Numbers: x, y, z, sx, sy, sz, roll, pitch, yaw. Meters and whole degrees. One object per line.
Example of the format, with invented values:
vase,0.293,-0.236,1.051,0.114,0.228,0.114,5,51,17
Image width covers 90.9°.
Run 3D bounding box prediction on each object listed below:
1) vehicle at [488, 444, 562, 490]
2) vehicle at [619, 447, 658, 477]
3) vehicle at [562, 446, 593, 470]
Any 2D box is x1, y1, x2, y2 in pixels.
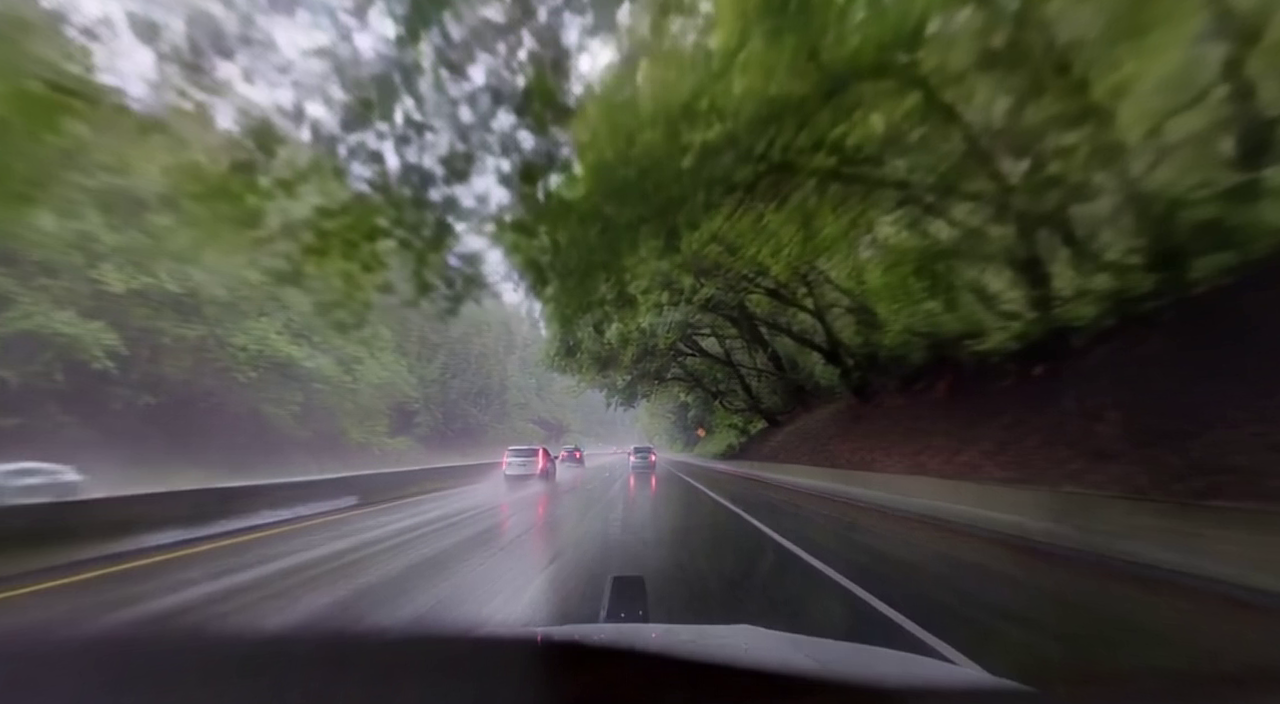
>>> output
vehicle,-4.127,4.201,23.311,1.978,1.538,3.755,0,-9,1
vehicle,-0.081,5.948,34.282,2.001,1.490,3.914,0,-9,0
vehicle,-4.505,7.689,45.690,1.834,1.615,3.624,0,-9,0
